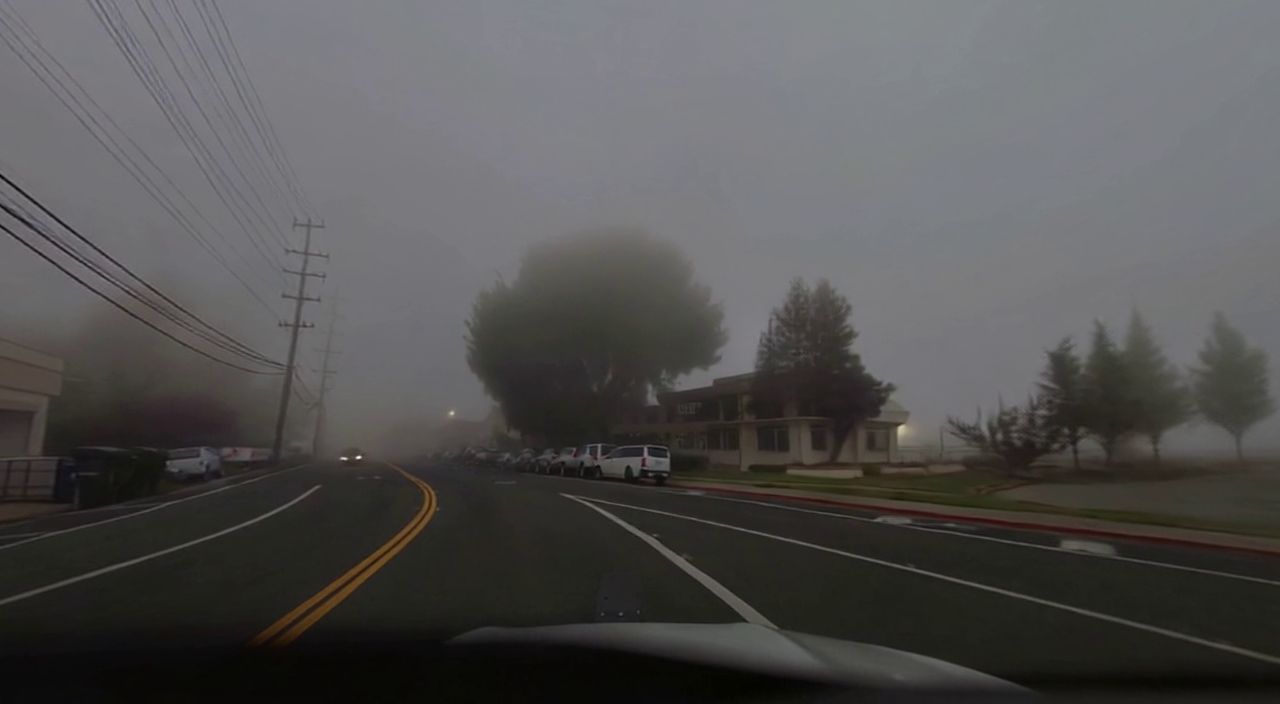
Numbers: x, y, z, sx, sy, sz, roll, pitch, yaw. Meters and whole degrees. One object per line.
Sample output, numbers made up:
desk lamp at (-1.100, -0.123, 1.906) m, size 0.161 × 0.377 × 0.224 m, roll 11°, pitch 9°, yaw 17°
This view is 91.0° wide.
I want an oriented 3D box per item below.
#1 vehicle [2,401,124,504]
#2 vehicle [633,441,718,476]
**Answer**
vehicle at (-17.402, 2.985, 19.172) m, size 1.716 × 2.808 × 3.001 m, roll 0°, pitch -7°, yaw -23°
vehicle at (1.832, 5.101, 30.579) m, size 2.074 × 1.526 × 4.853 m, roll -5°, pitch -10°, yaw 31°
